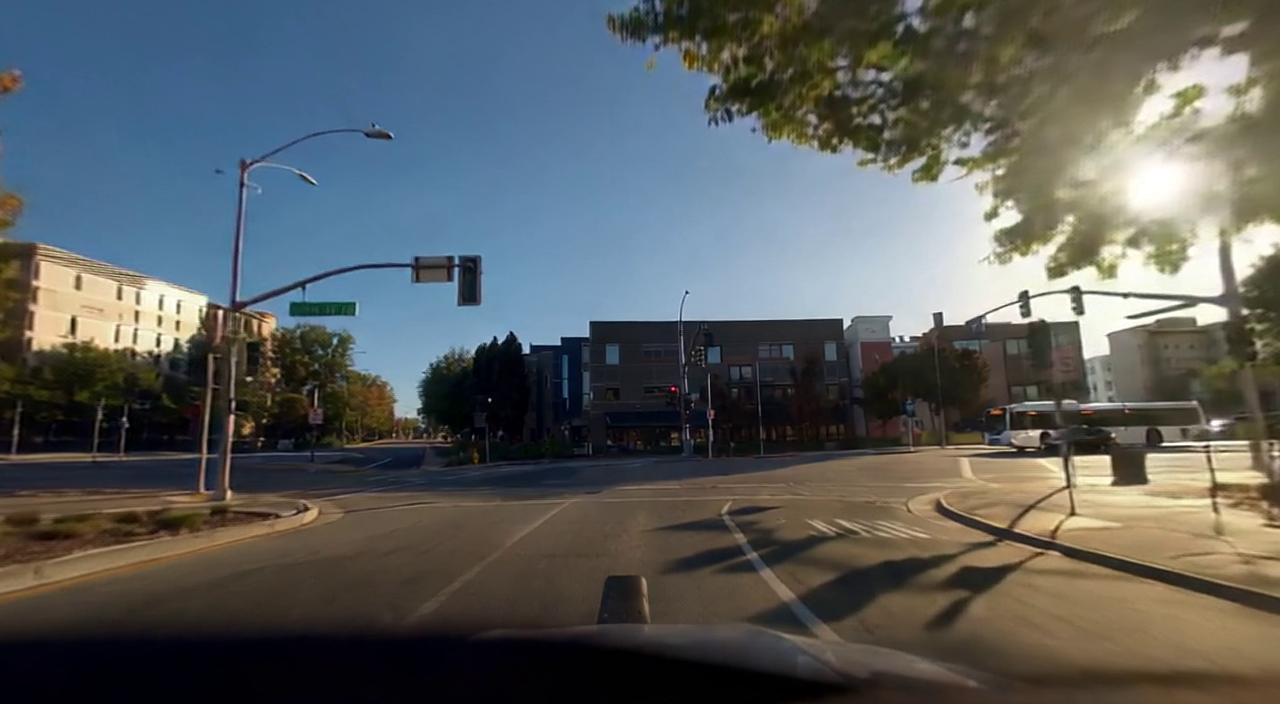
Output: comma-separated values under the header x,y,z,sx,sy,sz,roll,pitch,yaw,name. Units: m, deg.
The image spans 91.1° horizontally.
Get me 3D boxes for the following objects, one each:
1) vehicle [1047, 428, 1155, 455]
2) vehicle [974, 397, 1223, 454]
x,y,z,sx,sy,sz,roll,pitch,yaw,name
25.374,4.943,34.656,4.538,1.461,1.805,0,-9,0,vehicle
27.873,4.567,38.574,12.822,3.296,3.033,0,-9,0,vehicle
